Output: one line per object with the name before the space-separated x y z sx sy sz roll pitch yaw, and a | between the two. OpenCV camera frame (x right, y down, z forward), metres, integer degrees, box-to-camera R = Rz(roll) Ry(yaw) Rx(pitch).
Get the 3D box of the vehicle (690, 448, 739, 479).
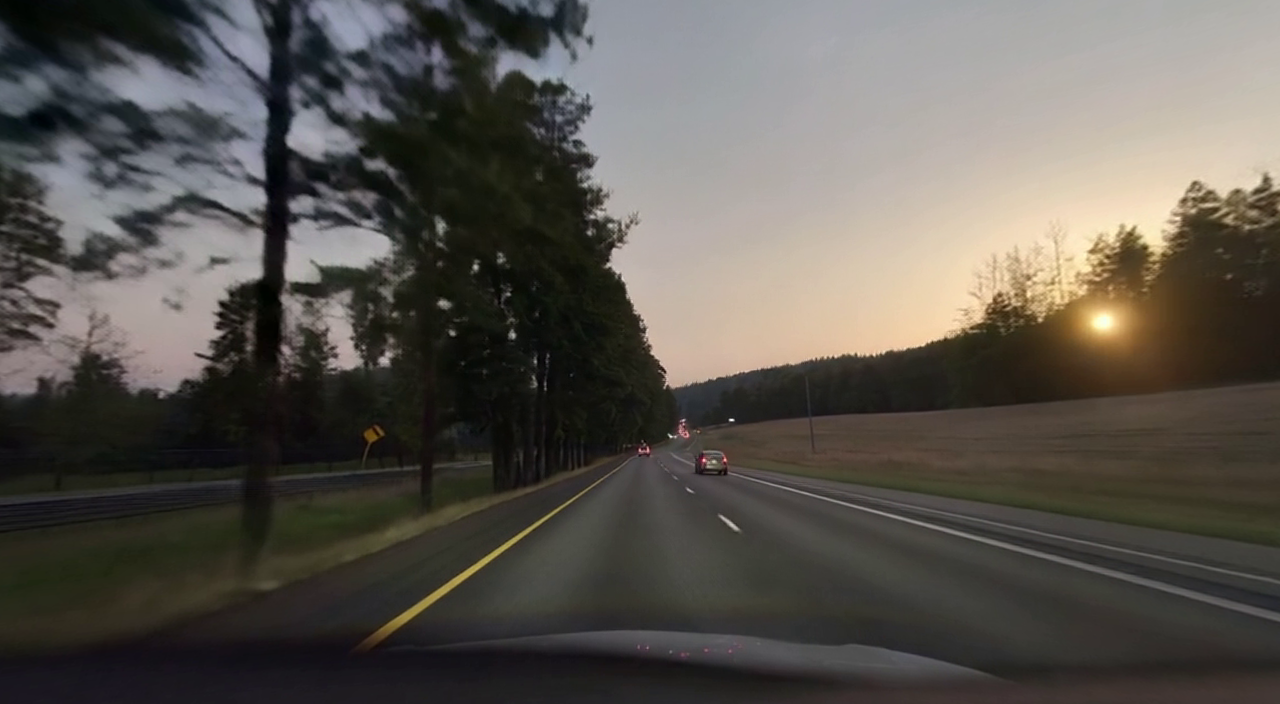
vehicle | 3.906 5.925 33.783 2.115 1.522 4.330 0 -9 0
